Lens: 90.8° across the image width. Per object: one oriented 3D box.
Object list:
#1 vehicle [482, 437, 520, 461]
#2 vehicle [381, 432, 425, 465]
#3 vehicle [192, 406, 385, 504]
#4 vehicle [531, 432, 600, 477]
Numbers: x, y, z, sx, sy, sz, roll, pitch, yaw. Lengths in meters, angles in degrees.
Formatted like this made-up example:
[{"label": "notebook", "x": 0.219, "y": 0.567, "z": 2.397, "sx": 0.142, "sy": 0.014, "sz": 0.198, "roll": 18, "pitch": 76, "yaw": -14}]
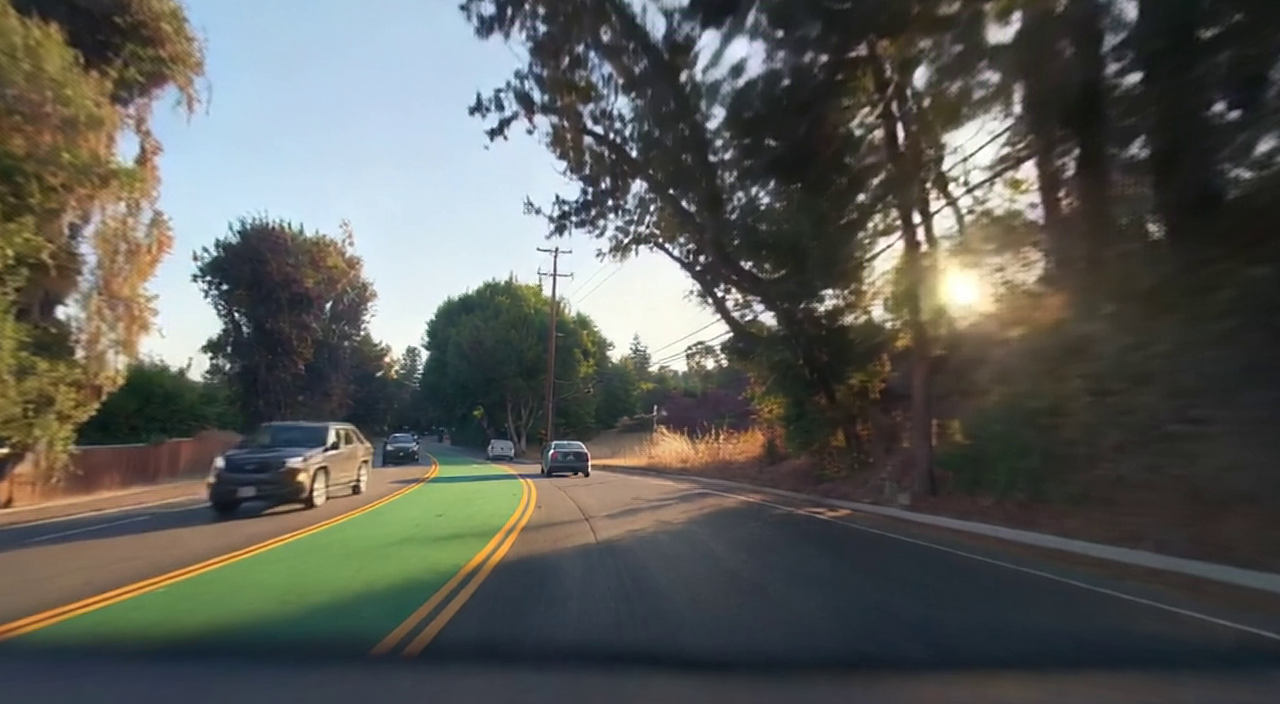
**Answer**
[{"label": "vehicle", "x": -10.478, "y": 7.269, "z": 47.343, "sx": 2.075, "sy": 1.699, "sz": 4.520, "roll": 3, "pitch": -9, "yaw": -21}, {"label": "vehicle", "x": -13.130, "y": 5.308, "z": 35.173, "sx": 1.967, "sy": 1.688, "sz": 4.286, "roll": 2, "pitch": -7, "yaw": -17}, {"label": "vehicle", "x": -8.664, "y": 2.631, "z": 16.458, "sx": 2.524, "sy": 2.051, "sz": 5.963, "roll": 1, "pitch": -9, "yaw": -11}, {"label": "vehicle", "x": -3.317, "y": 4.393, "z": 27.302, "sx": 2.140, "sy": 1.767, "sz": 4.720, "roll": 3, "pitch": -9, "yaw": -17}]
